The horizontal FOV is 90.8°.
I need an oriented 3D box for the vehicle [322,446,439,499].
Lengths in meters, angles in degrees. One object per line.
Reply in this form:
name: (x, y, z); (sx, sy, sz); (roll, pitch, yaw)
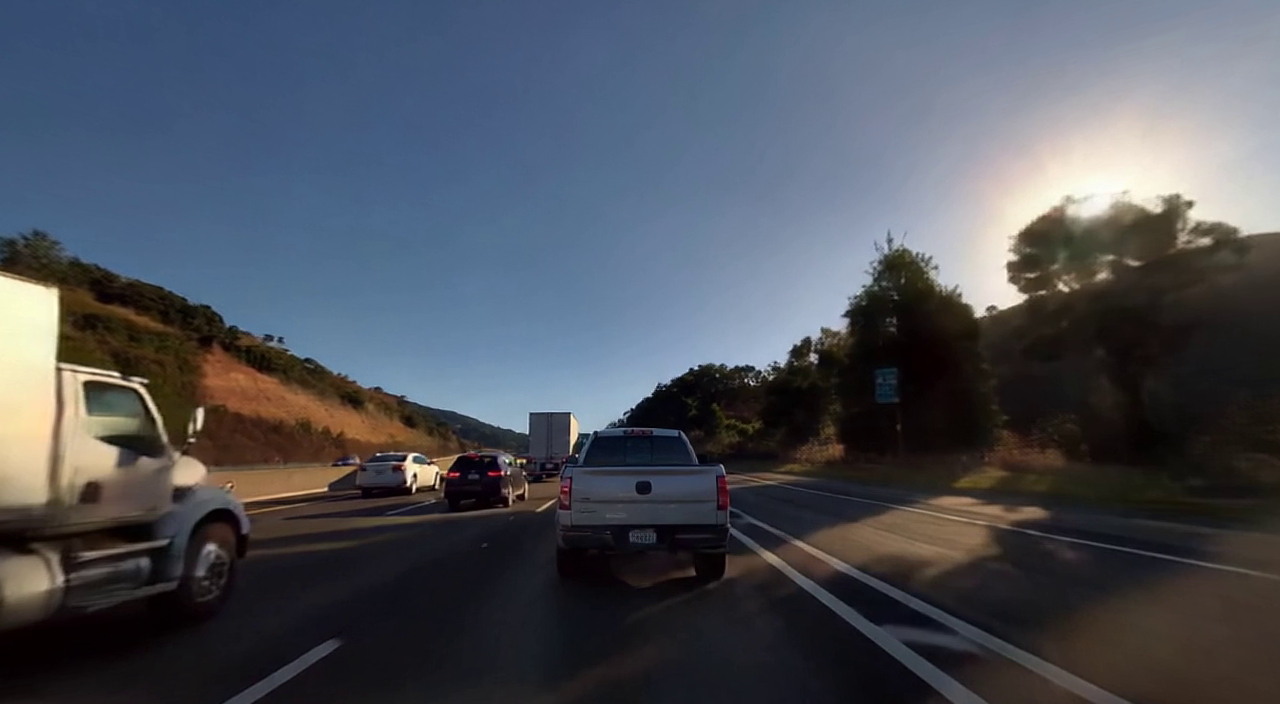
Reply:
vehicle: (-8.227, 3.840, 20.548); (1.874, 1.470, 4.576); (0, -9, 0)

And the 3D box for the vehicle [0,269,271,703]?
vehicle: (-3.923, 0.656, 2.462); (2.055, 2.144, 4.782); (0, -9, -1)

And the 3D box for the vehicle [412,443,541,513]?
vehicle: (-3.888, 3.071, 15.887); (1.986, 1.501, 4.407); (-1, -9, 1)

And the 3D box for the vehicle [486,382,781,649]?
vehicle: (-0.081, 1.368, 6.073); (1.995, 1.798, 3.380); (0, -9, -1)
